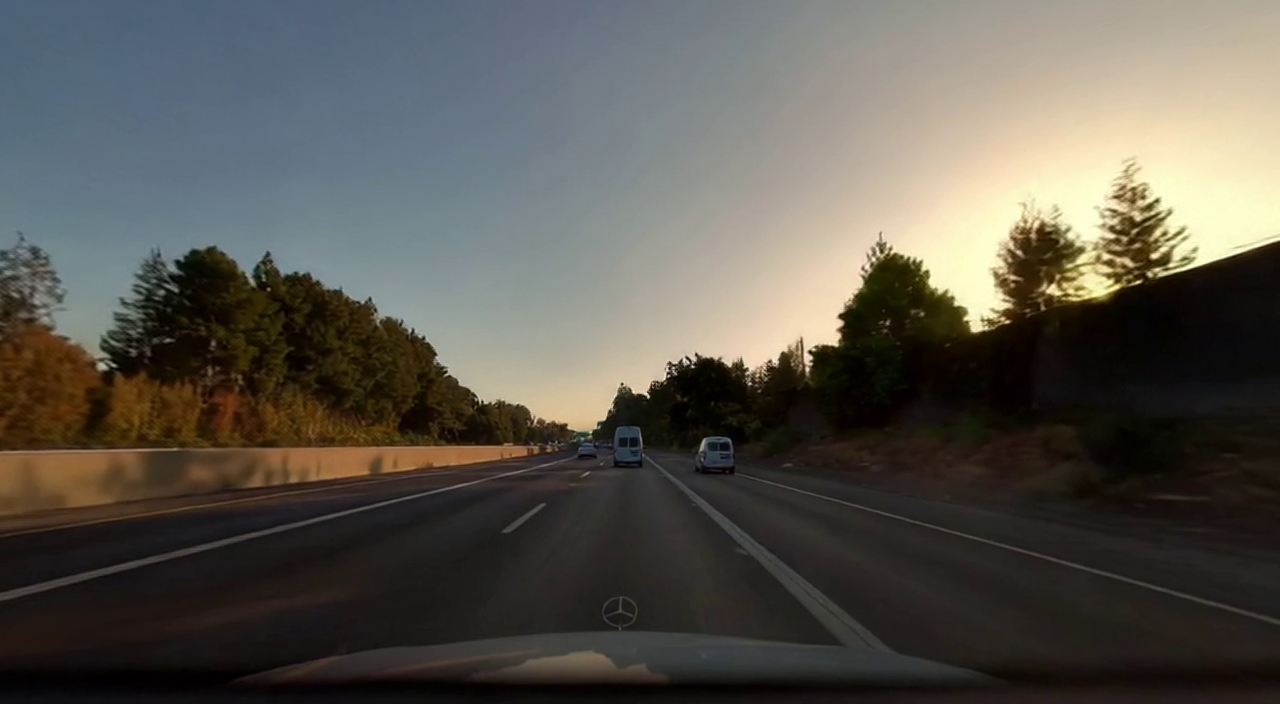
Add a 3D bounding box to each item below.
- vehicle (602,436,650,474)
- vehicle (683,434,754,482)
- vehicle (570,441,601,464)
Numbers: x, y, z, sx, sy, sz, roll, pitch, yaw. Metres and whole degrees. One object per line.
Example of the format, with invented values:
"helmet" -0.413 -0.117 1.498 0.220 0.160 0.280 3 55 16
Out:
"vehicle" -0.691 5.255 32.387 2.297 1.783 4.355 0 -8 0
"vehicle" 3.064 4.232 25.561 2.160 1.759 4.214 0 -8 -3
"vehicle" -4.129 7.716 48.657 2.023 1.709 4.263 0 -8 0
